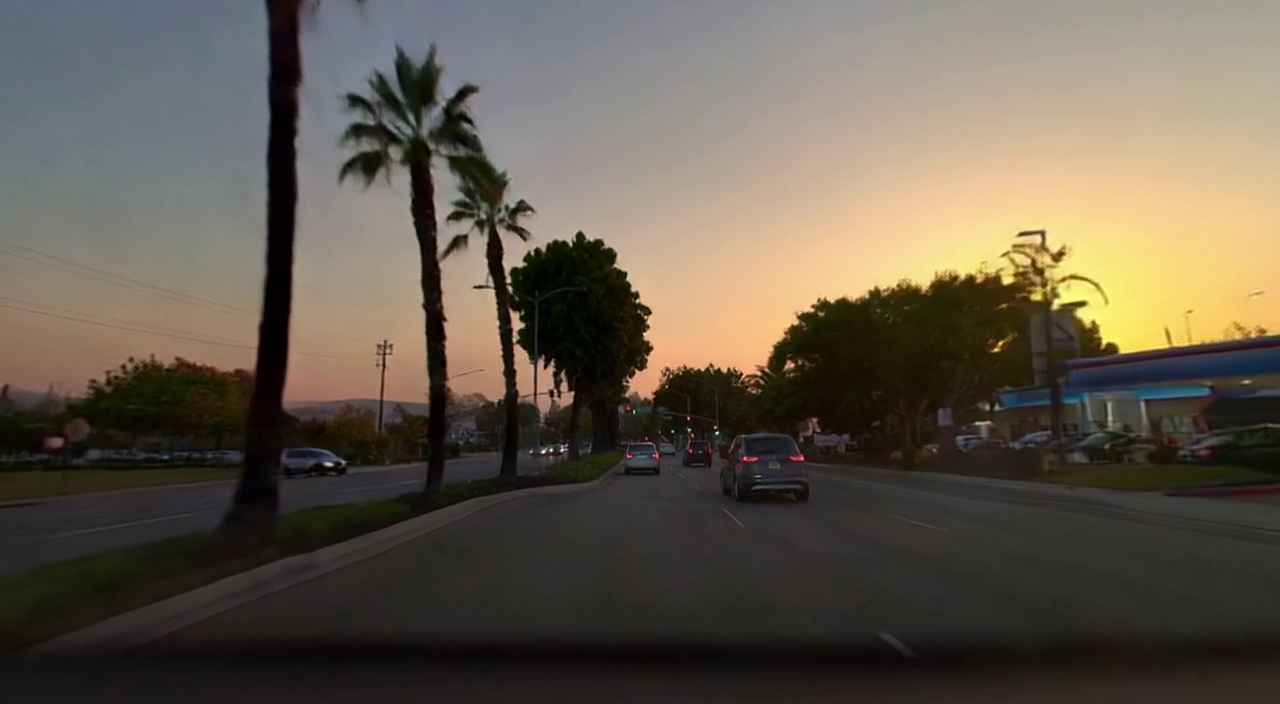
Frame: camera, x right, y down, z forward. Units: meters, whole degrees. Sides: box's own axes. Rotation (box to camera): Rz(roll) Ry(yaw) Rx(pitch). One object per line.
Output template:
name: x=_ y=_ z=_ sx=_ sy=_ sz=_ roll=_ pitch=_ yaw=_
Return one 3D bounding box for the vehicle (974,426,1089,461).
vehicle: x=21.558 y=5.070 z=34.859 sx=4.831 sy=1.816 sz=2.295 roll=0 pitch=-8 yaw=-2

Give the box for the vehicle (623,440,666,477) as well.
vehicle: x=0.229 y=5.214 z=31.112 sx=1.991 sy=1.664 sz=3.814 roll=0 pitch=-8 yaw=0

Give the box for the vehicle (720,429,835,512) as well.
vehicle: x=3.213 y=2.830 z=15.583 sx=1.872 sy=1.752 sz=3.896 roll=0 pitch=-8 yaw=-1

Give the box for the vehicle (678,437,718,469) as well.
vehicle: x=3.775 y=6.613 z=41.668 sx=2.154 sy=1.975 sz=4.634 roll=0 pitch=-8 yaw=-1

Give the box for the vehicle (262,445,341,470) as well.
vehicle: x=-25.763 y=7.995 z=48.115 sx=2.124 sy=1.784 sz=4.803 roll=-7 pitch=-10 yaw=37
